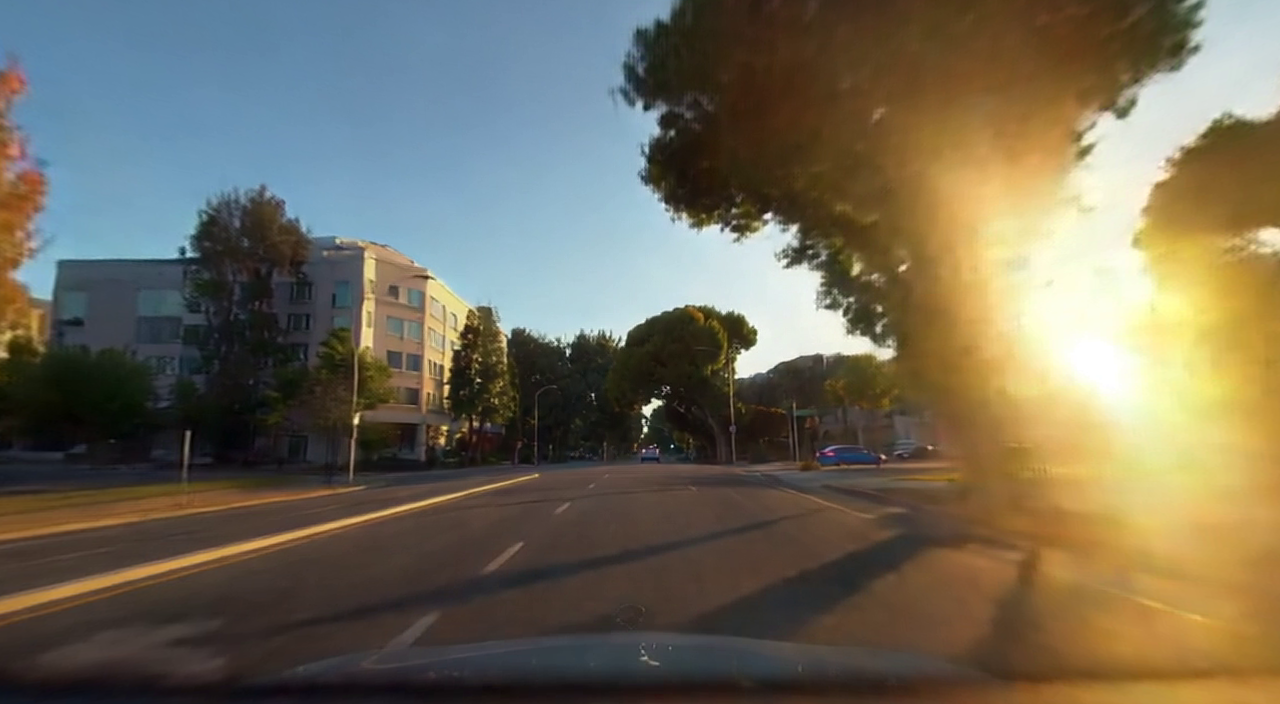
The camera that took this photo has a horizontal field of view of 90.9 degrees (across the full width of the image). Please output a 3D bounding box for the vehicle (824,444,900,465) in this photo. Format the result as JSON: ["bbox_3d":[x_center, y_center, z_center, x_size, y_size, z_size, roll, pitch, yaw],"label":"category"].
[{"bbox_3d":[16.200,7.512,46.144,4.824,1.462,1.974,0,-9,-1],"label":"vehicle"}]
